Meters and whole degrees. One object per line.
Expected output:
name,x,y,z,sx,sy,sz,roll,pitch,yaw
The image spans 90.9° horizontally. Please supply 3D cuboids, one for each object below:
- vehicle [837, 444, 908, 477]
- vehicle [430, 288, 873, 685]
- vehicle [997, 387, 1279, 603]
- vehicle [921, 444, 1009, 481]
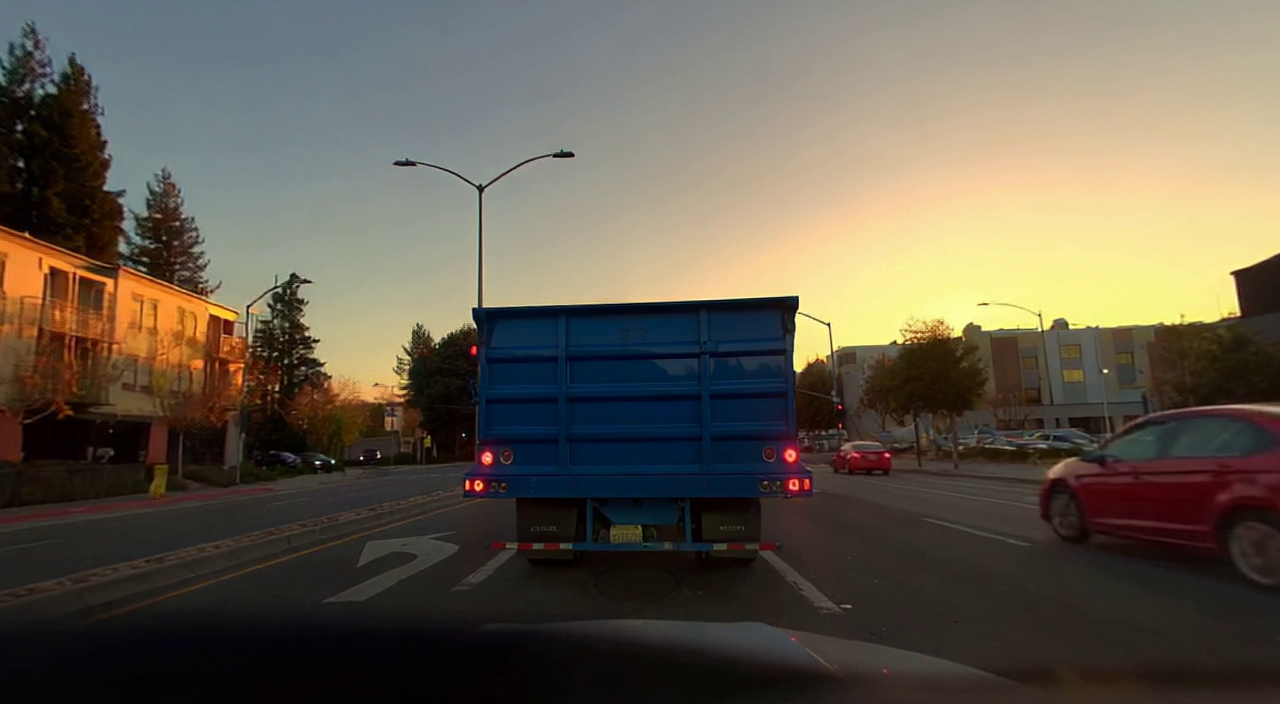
vehicle,11.013,5.144,30.173,1.907,1.465,4.077,-1,-8,1
vehicle,0.213,1.297,7.402,2.650,2.391,7.008,-1,-8,3
vehicle,6.703,1.484,7.221,2.363,1.825,4.989,-1,-8,1
vehicle,14.159,4.805,27.755,1.777,1.488,4.081,-1,-8,1
